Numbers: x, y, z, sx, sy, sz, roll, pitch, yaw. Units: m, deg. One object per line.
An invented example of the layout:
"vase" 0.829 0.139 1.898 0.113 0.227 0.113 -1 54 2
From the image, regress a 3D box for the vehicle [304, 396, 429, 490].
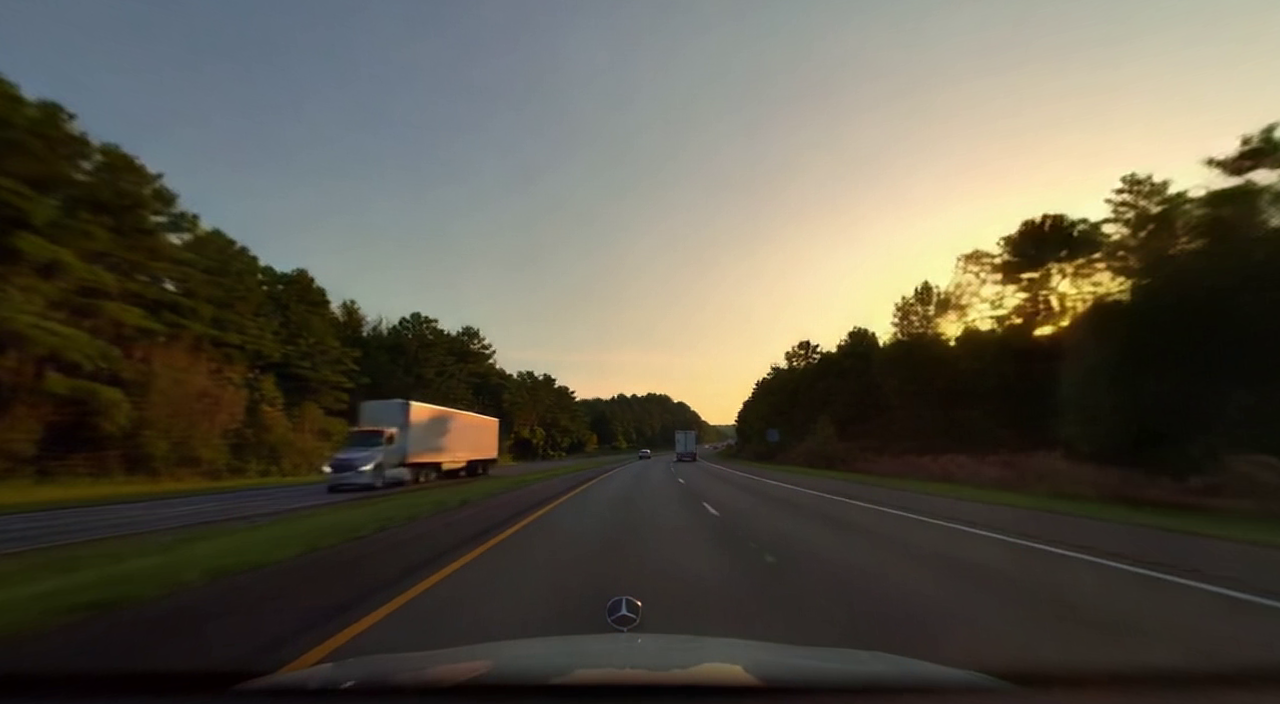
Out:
"vehicle" -12.170 4.165 28.747 2.954 3.839 5.609 0 -9 1
